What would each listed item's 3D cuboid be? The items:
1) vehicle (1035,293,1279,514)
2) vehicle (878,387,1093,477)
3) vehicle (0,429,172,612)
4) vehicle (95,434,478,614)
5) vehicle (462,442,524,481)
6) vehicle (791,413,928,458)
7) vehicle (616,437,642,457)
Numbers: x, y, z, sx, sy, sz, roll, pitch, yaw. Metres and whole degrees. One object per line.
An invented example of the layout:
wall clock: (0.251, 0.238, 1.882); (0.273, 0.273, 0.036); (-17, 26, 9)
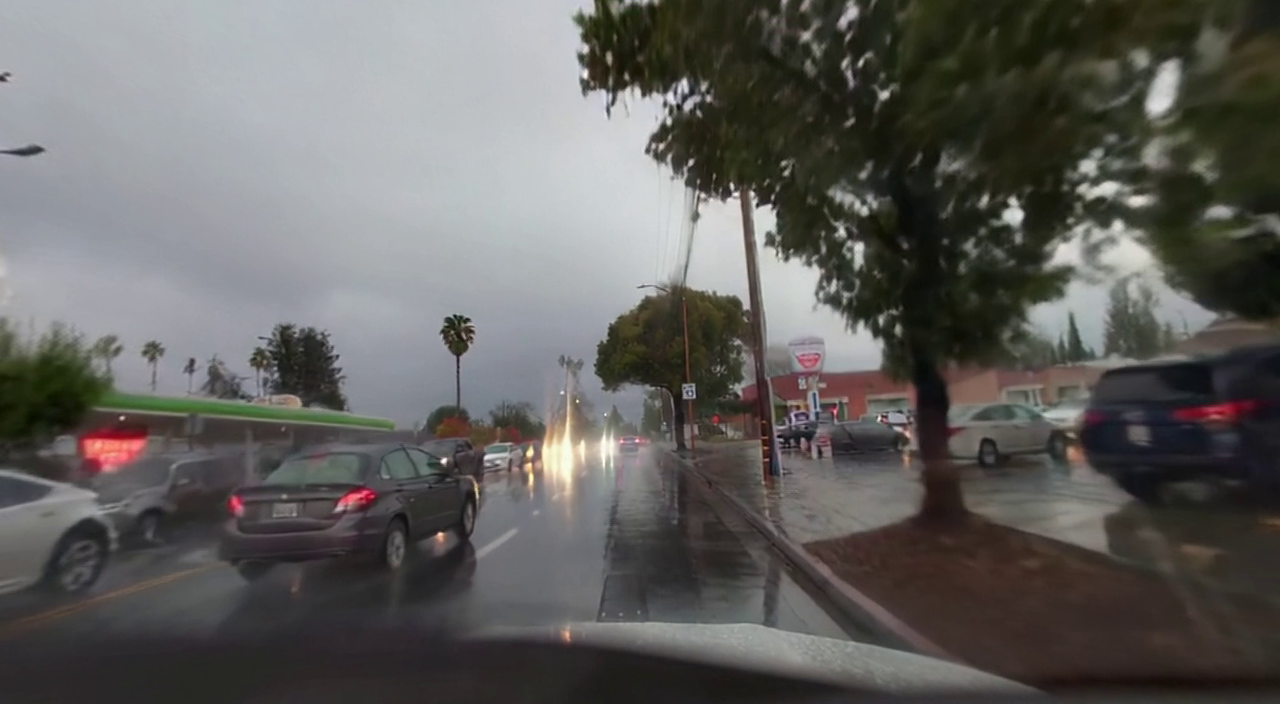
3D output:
vehicle: (7.927, 0.769, 8.002); (5.441, 2.056, 2.552); (4, -10, -30)
vehicle: (7.478, 1.749, 13.634); (4.344, 1.674, 1.912); (4, -10, -29)
vehicle: (-6.997, 1.620, 5.542); (2.017, 1.681, 5.186); (-6, -9, -2)
vehicle: (-3.500, 1.752, 7.489); (1.943, 1.455, 4.414); (0, -8, 1)
vehicle: (-6.637, 4.963, 28.991); (1.863, 1.506, 4.597); (-3, -9, -2)
vehicle: (8.196, 3.129, 23.537); (4.713, 1.518, 2.035); (4, -9, -27)
vehicle: (-0.793, 7.245, 48.274); (1.909, 1.482, 4.390); (0, -8, 0)
